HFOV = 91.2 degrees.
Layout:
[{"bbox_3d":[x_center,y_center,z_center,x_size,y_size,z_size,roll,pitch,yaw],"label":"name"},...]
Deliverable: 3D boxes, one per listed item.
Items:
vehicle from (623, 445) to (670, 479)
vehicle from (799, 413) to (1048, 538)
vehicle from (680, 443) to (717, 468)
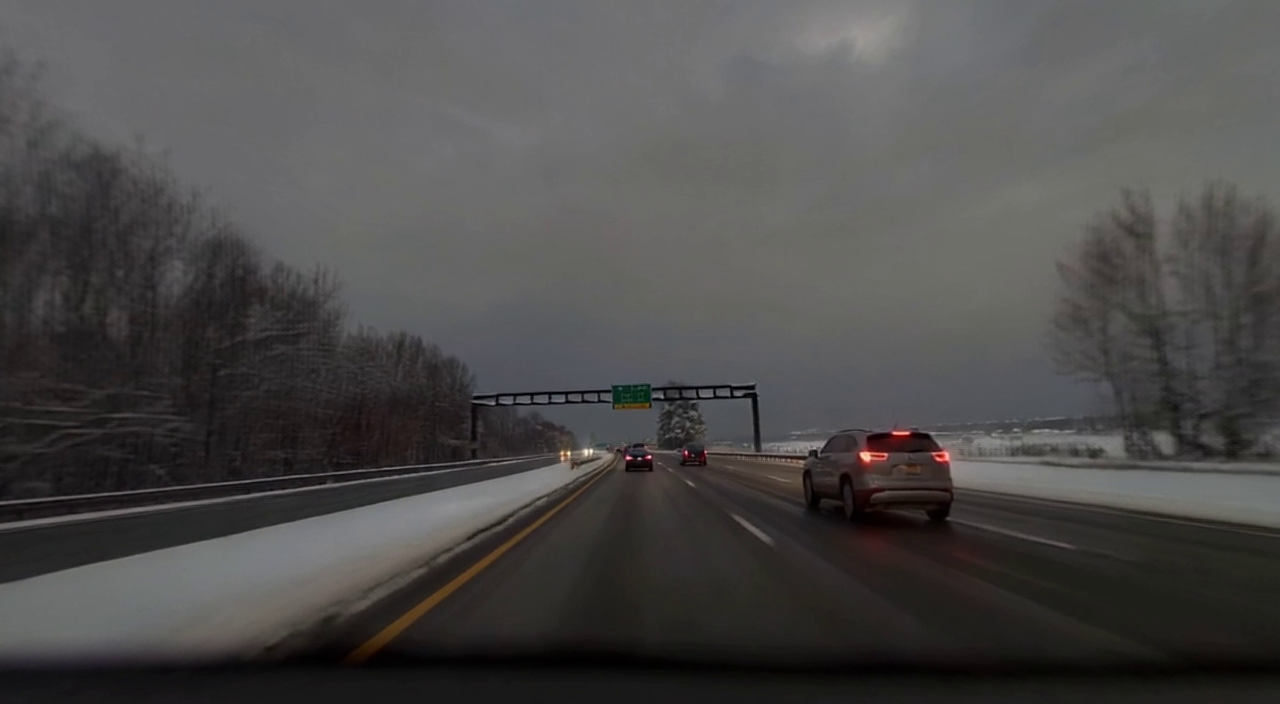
[{"bbox_3d":[0.236,5.027,28.885,2.037,1.418,3.793,0,-9,-1],"label":"vehicle"},{"bbox_3d":[4.535,2.070,11.017,2.250,1.718,4.358,0,-9,-1],"label":"vehicle"},{"bbox_3d":[3.767,6.751,40.974,1.959,1.528,4.207,0,-9,-1],"label":"vehicle"}]
